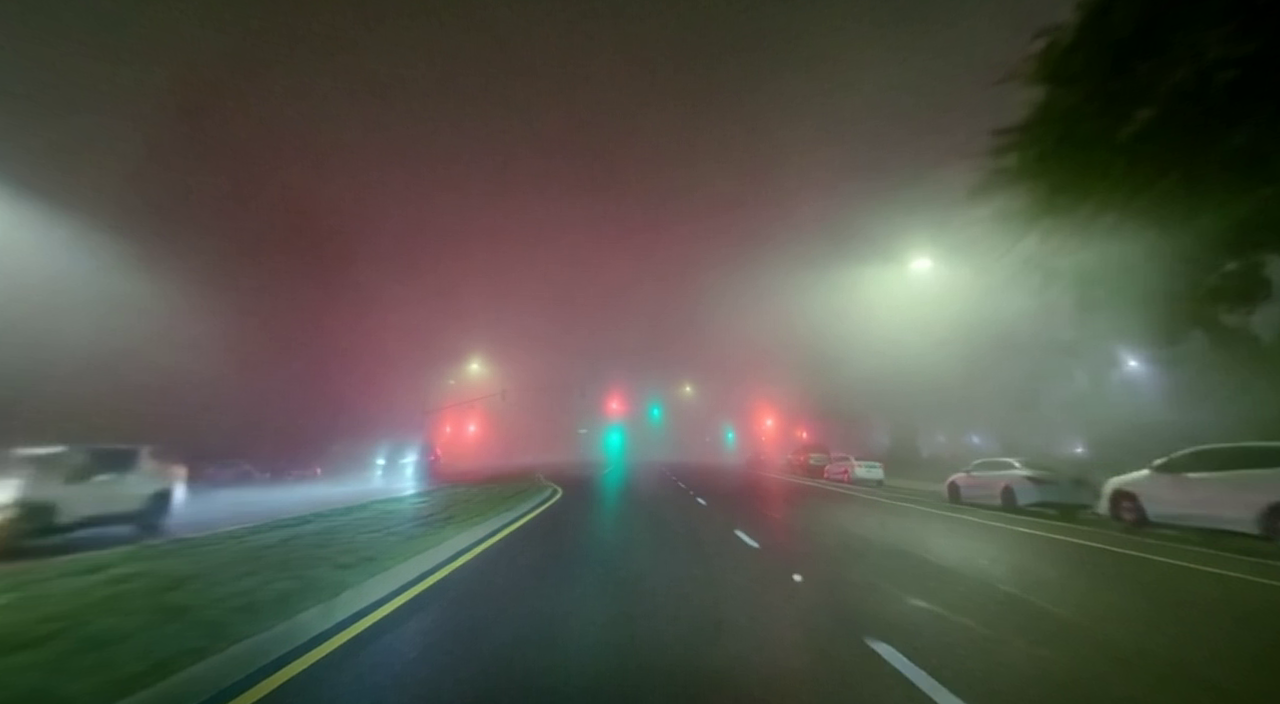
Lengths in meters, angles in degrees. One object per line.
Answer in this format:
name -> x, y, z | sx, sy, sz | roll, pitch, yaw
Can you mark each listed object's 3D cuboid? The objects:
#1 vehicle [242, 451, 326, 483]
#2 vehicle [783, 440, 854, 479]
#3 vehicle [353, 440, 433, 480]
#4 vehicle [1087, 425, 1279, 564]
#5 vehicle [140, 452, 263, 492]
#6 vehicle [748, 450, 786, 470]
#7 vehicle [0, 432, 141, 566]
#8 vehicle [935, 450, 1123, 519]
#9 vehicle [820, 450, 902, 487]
vehicle -> -18.473, 5.961, 33.051 | 1.728, 1.512, 4.554 | 0, -9, 0
vehicle -> 9.779, 5.932, 35.124 | 2.245, 1.983, 5.433 | 0, -9, -1
vehicle -> -11.485, 5.037, 29.751 | 1.940, 1.740, 4.356 | 0, -9, 0
vehicle -> 9.871, 2.119, 9.455 | 2.176, 1.893, 5.744 | 3, -9, 0
vehicle -> -18.312, 4.987, 26.716 | 1.844, 1.480, 4.729 | 0, -9, -1
vehicle -> 9.802, 8.370, 49.152 | 1.918, 1.483, 4.813 | 0, -9, -1
vehicle -> -8.175, 1.613, 6.838 | 1.922, 1.486, 4.392 | 0, -9, 0
vehicle -> 9.829, 3.343, 16.518 | 1.991, 1.490, 4.470 | 0, -9, -1
vehicle -> 9.760, 5.168, 28.349 | 1.931, 1.473, 4.742 | 0, -9, 0
